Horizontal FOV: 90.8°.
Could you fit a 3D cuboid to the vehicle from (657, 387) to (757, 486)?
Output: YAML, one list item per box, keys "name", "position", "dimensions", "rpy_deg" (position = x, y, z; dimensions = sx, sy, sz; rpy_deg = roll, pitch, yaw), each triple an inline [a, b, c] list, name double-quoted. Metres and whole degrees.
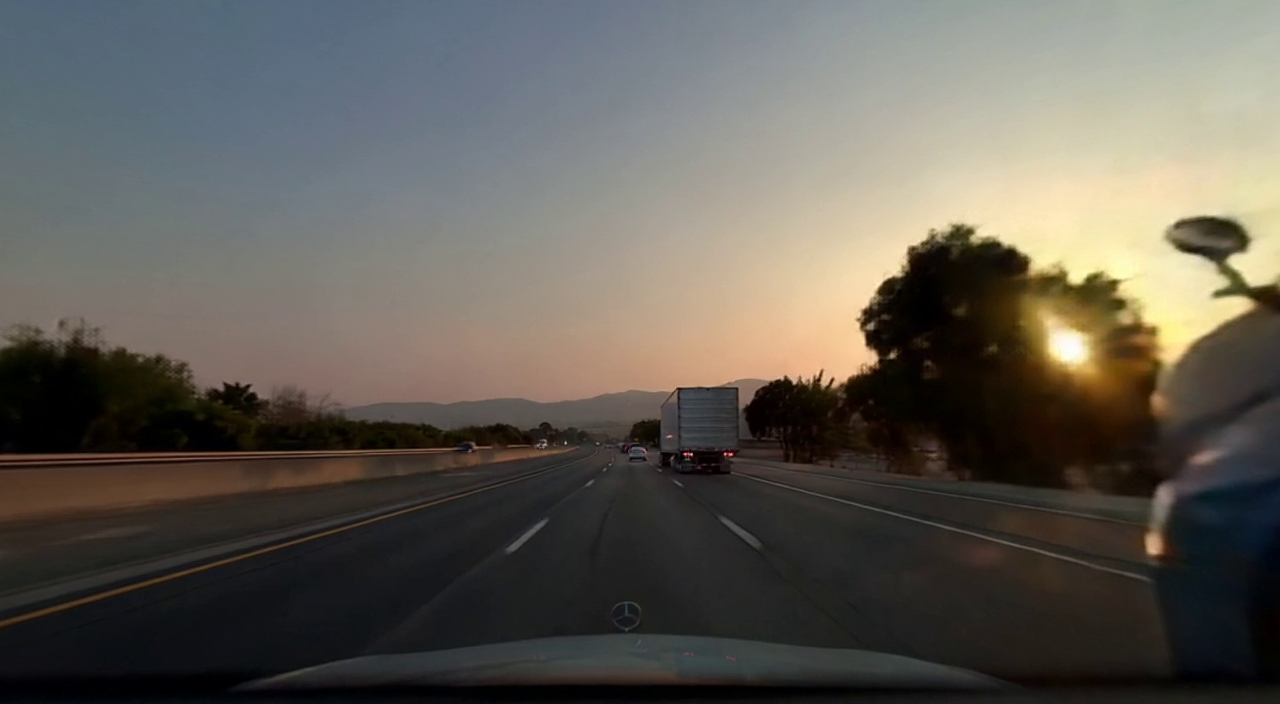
- name: "vehicle"
  position: [3.080, 4.806, 35.010]
  dimensions: [3.462, 4.177, 16.311]
  rpy_deg: [0, -9, -1]
